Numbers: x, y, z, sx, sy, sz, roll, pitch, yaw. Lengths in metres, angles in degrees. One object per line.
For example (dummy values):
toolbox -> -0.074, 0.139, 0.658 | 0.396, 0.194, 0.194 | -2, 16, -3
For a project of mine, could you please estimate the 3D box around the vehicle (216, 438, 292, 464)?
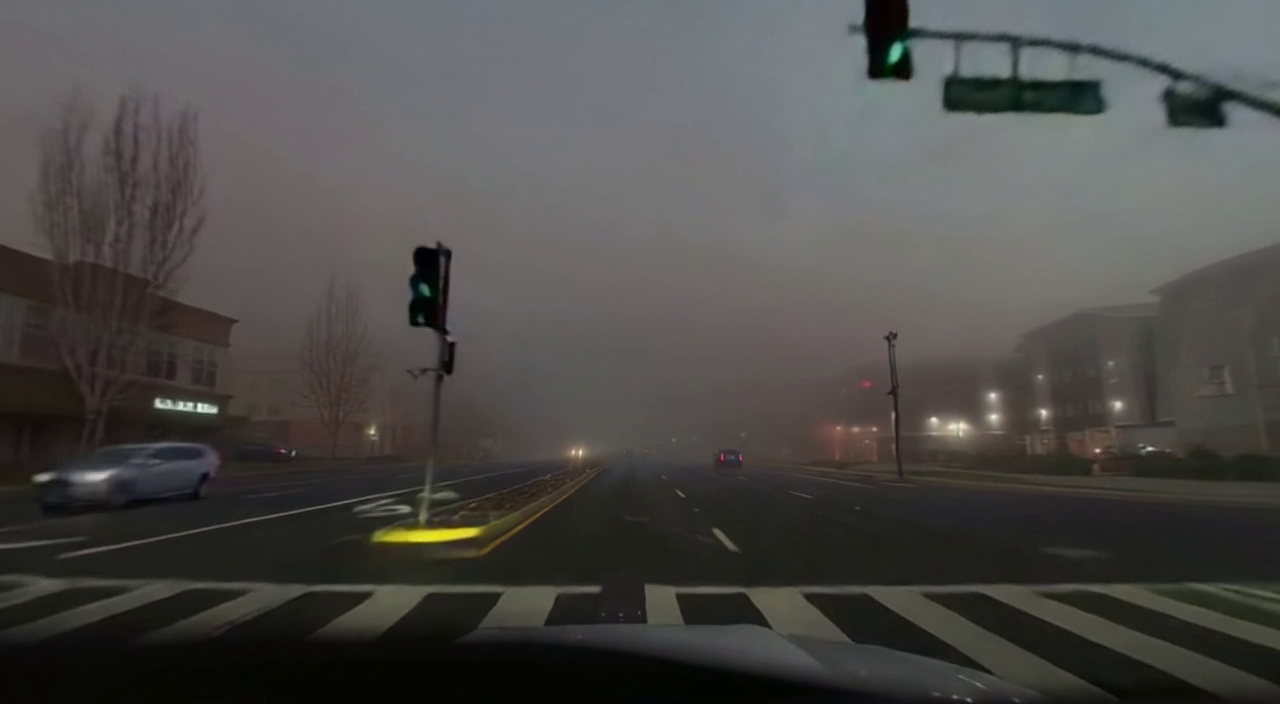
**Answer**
vehicle -> -29.851, 7.706, 49.135 | 2.207, 1.863, 5.860 | 0, -9, 0

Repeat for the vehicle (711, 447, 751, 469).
vehicle -> 6.180, 7.265, 43.504 | 1.916, 1.437, 4.327 | 1, -9, -2

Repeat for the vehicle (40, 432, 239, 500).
vehicle -> -14.956, 3.424, 19.395 | 2.036, 1.787, 4.985 | 0, -9, -1
